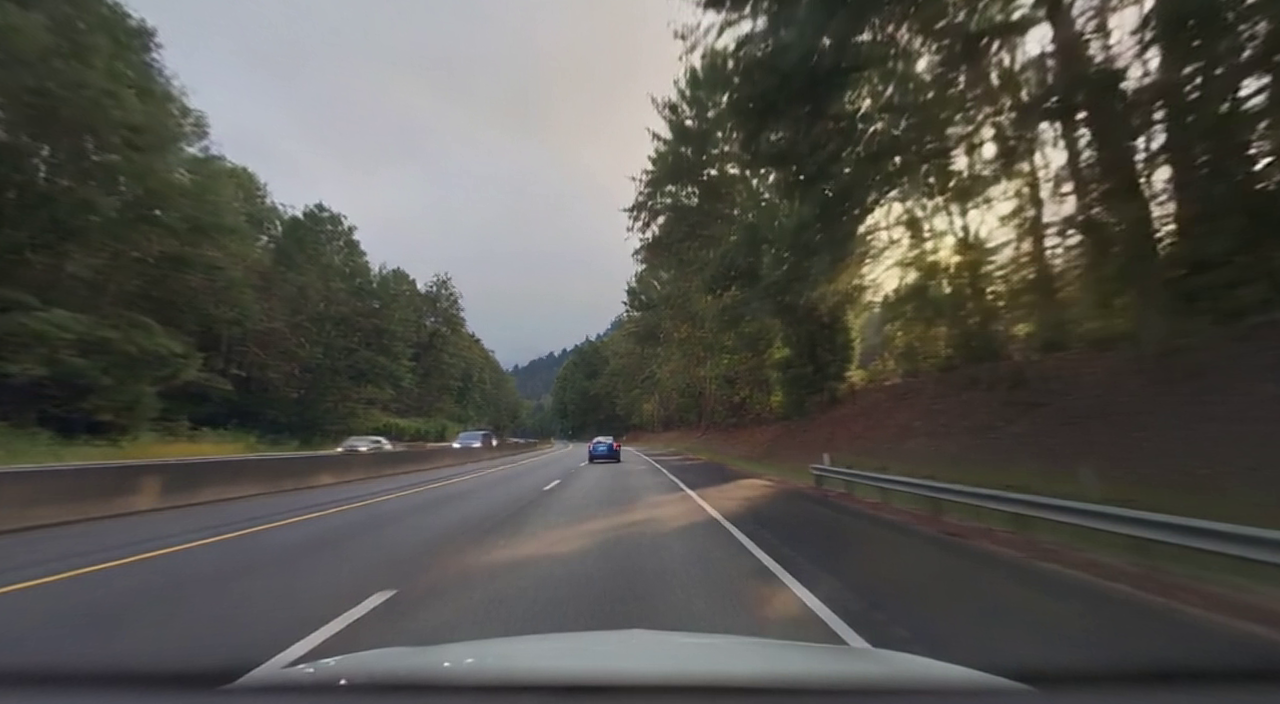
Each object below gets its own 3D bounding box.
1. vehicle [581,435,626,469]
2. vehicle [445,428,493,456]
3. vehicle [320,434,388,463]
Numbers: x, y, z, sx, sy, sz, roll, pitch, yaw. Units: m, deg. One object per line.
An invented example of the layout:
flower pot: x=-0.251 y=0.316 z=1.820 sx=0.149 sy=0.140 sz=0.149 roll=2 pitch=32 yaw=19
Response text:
vehicle: x=-1.712 y=4.798 z=30.447 sx=2.004 sy=1.515 sz=3.968 roll=0 pitch=-8 yaw=-1
vehicle: x=-12.769 y=6.764 z=47.311 sx=2.237 sy=1.989 sz=5.436 roll=0 pitch=-8 yaw=-2
vehicle: x=-16.160 y=5.472 z=35.814 sx=1.891 sy=1.513 sz=4.450 roll=0 pitch=-8 yaw=-2
